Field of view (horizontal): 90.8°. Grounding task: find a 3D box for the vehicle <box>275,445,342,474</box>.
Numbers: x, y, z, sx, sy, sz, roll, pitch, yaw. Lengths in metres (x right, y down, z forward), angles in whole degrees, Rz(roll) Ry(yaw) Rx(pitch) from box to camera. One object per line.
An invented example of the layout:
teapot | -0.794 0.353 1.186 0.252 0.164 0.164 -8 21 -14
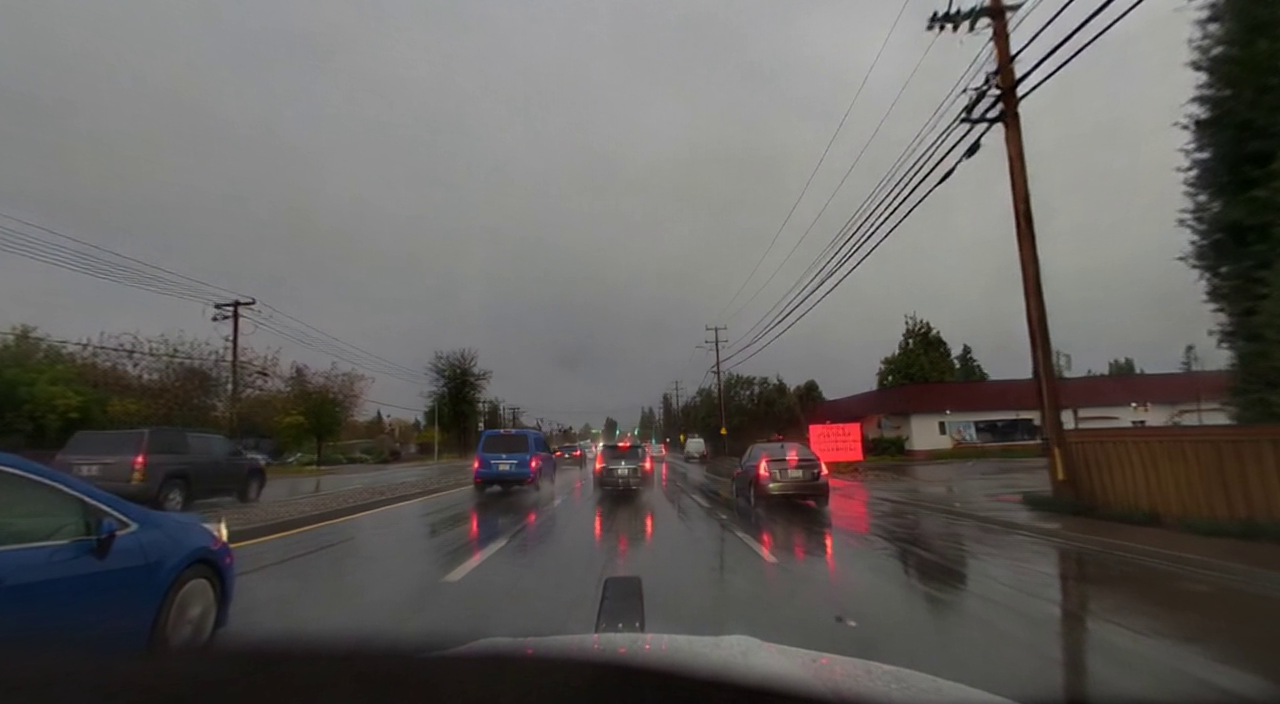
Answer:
vehicle | -23.113 7.492 44.262 2.094 1.899 4.789 0 -9 -1

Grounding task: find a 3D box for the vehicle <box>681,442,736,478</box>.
vehicle | 3.027 4.865 28.754 1.878 1.479 4.461 0 -9 -2

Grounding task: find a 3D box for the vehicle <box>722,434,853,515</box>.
vehicle | 3.055 2.608 13.931 1.880 1.521 3.724 0 -9 -2

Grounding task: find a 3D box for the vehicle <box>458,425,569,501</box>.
vehicle | -3.356 3.066 17.846 2.092 1.839 4.736 0 -9 1

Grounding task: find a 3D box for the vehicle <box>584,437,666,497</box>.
vehicle | -0.393 3.243 18.130 2.097 1.511 3.809 0 -9 0

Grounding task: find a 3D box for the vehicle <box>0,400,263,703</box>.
vehicle | -3.340 0.814 1.651 2.004 1.454 4.349 0 -9 0
